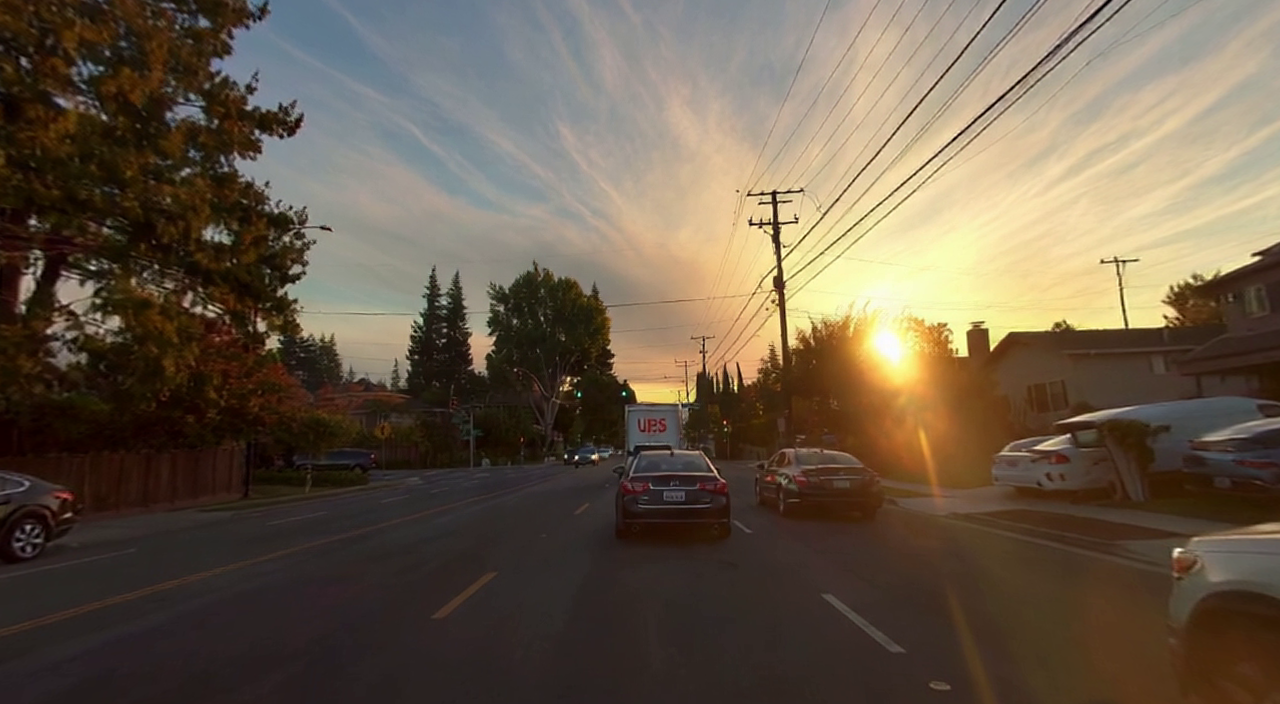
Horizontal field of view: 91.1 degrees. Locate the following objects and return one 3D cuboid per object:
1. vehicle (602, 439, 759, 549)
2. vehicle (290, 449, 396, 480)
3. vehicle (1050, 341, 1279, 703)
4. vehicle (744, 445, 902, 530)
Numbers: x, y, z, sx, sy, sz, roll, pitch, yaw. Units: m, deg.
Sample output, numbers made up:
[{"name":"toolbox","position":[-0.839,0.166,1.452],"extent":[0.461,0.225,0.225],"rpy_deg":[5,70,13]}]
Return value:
[{"name":"vehicle","position":[0.557,2.299,10.913],"extent":[2.158,1.499,4.377],"rpy_deg":[0,-9,0]},{"name":"vehicle","position":[-17.513,6.631,37.186],"extent":[5.274,1.793,1.921],"rpy_deg":[0,-9,2]},{"name":"vehicle","position":[3.322,0.643,1.048],"extent":[2.069,1.722,4.888],"rpy_deg":[0,-9,2]},{"name":"vehicle","position":[3.575,2.714,13.265],"extent":[1.993,1.479,4.487],"rpy_deg":[0,-9,0]}]
